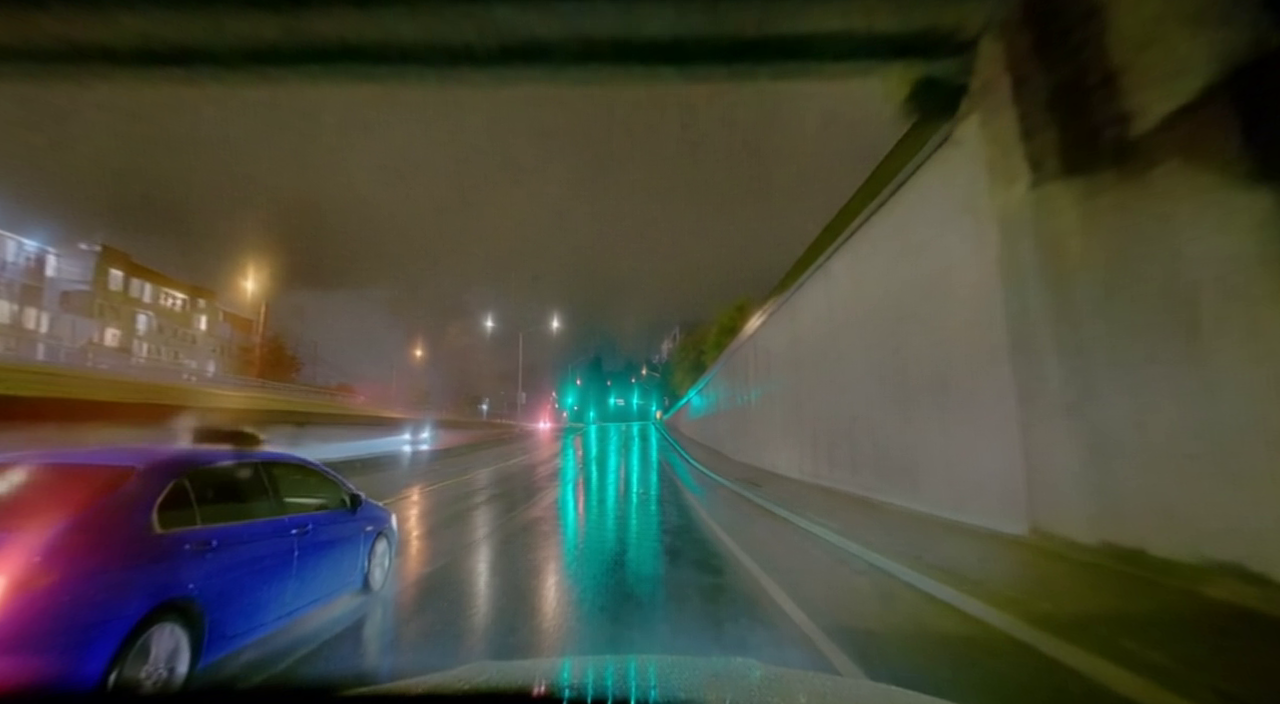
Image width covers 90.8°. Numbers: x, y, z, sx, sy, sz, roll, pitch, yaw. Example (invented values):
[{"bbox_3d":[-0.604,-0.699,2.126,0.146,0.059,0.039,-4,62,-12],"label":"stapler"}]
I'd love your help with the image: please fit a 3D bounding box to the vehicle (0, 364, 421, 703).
[{"bbox_3d":[-3.155,1.055,3.906,2.041,1.470,4.290,0,-9,0],"label":"vehicle"}]
